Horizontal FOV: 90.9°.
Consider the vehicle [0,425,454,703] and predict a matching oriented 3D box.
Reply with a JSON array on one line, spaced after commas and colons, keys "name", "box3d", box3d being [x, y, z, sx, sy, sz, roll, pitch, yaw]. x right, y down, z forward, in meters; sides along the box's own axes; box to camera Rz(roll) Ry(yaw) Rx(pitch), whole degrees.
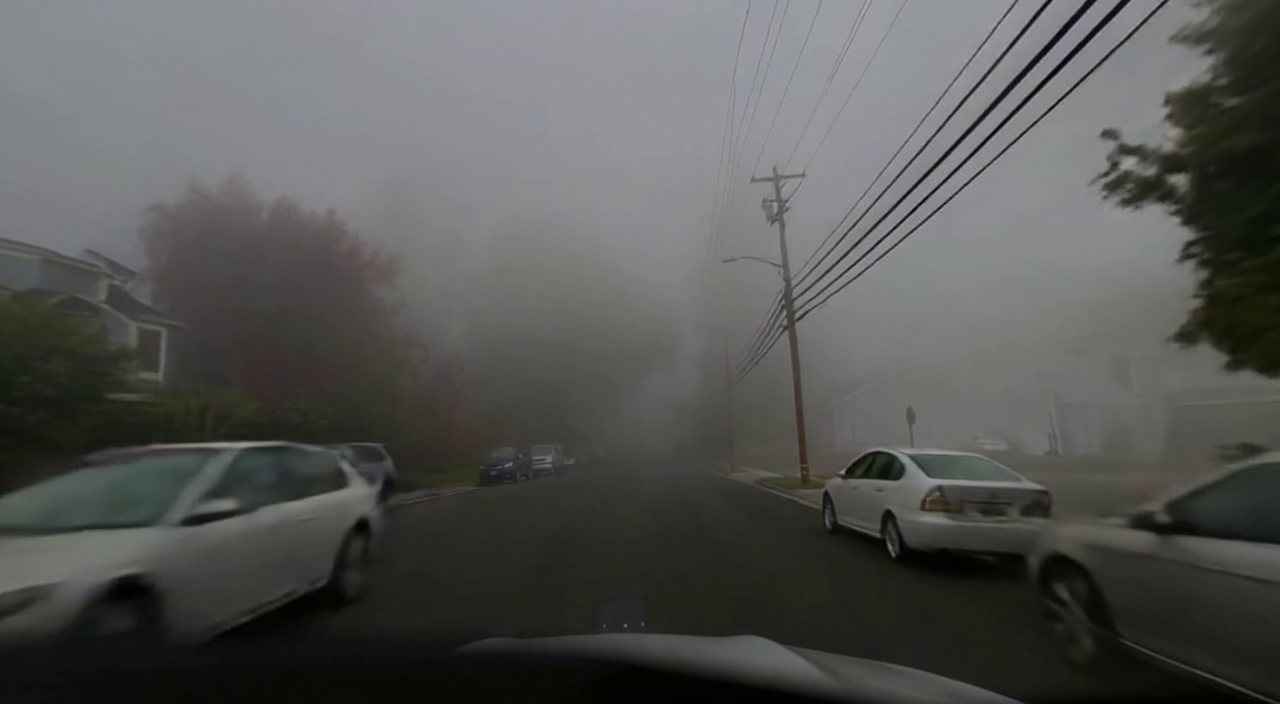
[{"name": "vehicle", "box3d": [-3.356, 1.385, 5.116, 2.079, 1.441, 4.541, -1, -8, 3]}]

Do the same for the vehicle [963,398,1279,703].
[{"name": "vehicle", "box3d": [3.342, 0.912, 2.258, 2.014, 1.482, 4.599, 0, -8, 1]}]

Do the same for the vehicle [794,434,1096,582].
[{"name": "vehicle", "box3d": [3.661, 1.915, 8.772, 1.909, 1.462, 4.740, 0, -8, 1]}]

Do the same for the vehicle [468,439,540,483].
[{"name": "vehicle", "box3d": [-6.102, 4.931, 29.000, 2.120, 1.799, 5.370, -1, -8, 0]}]

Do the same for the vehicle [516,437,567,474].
[{"name": "vehicle", "box3d": [-5.872, 6.209, 38.245, 2.144, 1.955, 6.159, 0, -7, 0]}]
